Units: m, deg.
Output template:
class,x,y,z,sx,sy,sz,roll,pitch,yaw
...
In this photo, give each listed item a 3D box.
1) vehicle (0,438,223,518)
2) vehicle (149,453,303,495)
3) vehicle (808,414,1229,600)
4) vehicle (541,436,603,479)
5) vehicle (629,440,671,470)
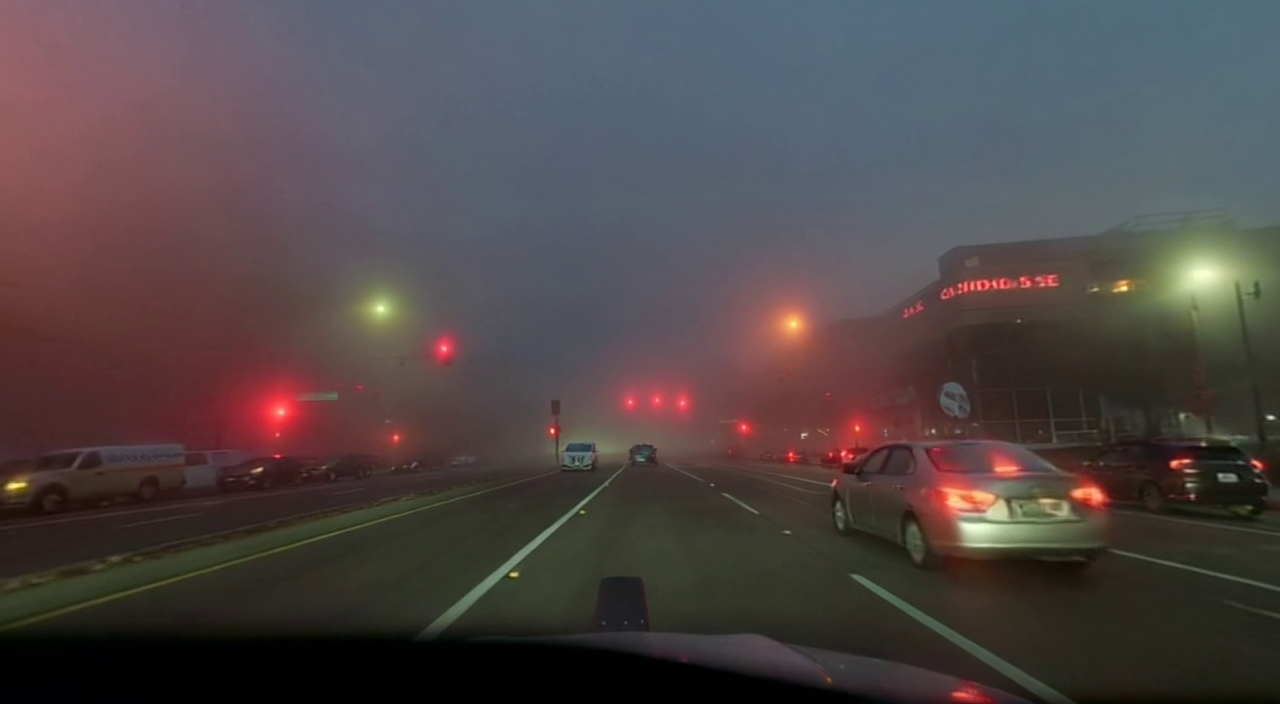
class,x,y,z,sx,sy,sz,roll,pitch,yaw
vehicle,-15.269,3.508,18.328,2.337,1.895,5.872,0,-8,-1
vehicle,-15.804,4.657,24.232,4.481,1.455,2.068,-1,-8,2
vehicle,3.794,1.649,7.733,2.109,1.510,4.927,0,-8,0
vehicle,-2.802,4.475,27.054,2.057,1.678,4.639,-1,-8,1
vehicle,0.510,5.383,33.210,2.059,1.477,3.988,0,-8,0
